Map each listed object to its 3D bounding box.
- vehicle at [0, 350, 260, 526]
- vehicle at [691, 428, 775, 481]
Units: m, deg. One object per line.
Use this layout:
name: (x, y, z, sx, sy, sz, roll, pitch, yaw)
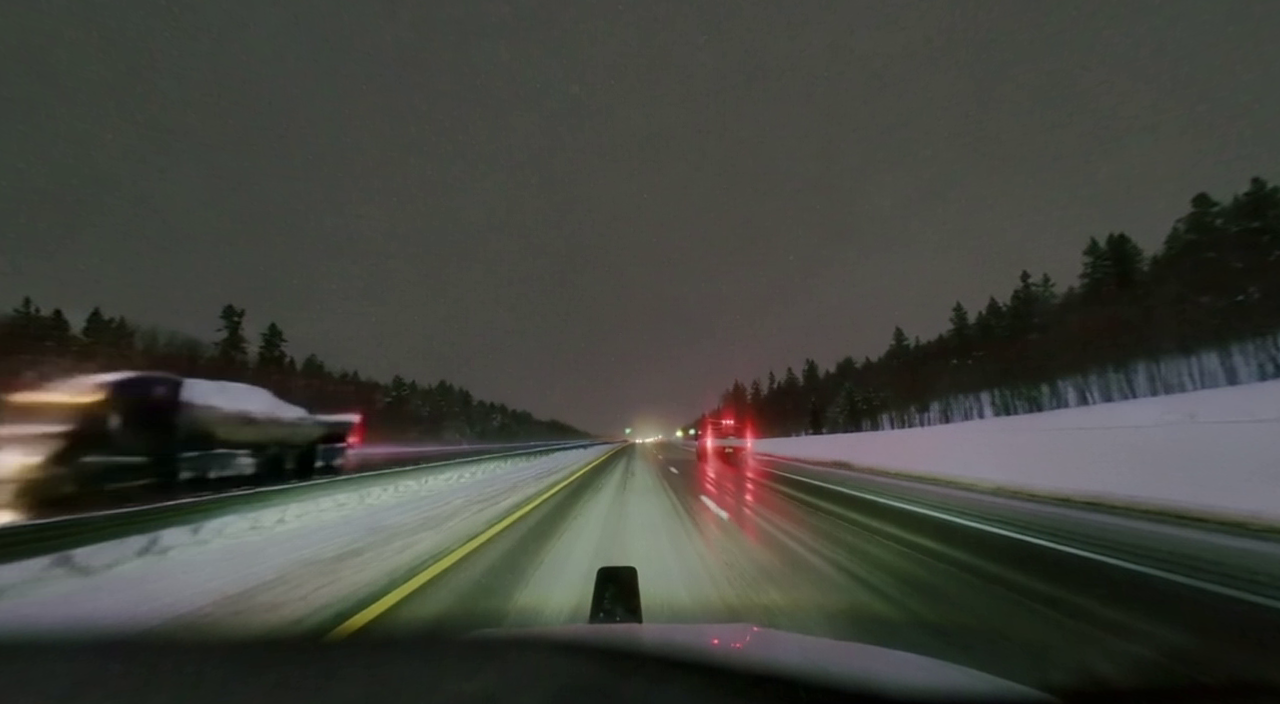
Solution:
vehicle: (-12.097, 1.909, 14.092, 2.724, 2.955, 6.969, 0, -8, 0)
vehicle: (2.967, 3.375, 21.125, 2.084, 1.583, 4.420, 0, -8, -1)
